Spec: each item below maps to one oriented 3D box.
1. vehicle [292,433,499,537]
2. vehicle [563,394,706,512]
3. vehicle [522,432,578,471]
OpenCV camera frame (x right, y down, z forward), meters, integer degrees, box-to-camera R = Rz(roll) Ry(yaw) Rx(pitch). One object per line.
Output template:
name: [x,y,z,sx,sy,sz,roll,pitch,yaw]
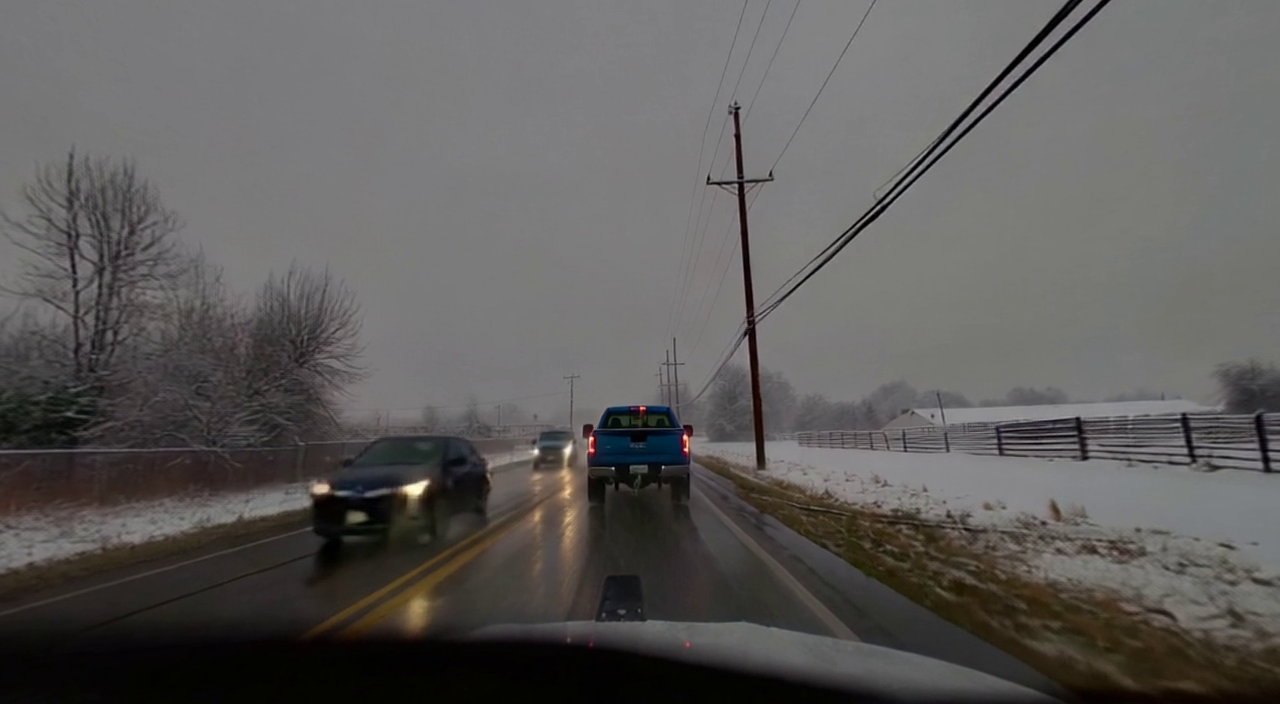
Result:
vehicle: [-4.051,2.263,11.452,1.935,1.489,4.495,0,-8,0]
vehicle: [-0.154,2.336,14.919,2.693,2.223,5.885,0,-8,-1]
vehicle: [-4.447,5.045,32.100,2.077,1.805,4.891,0,-8,1]
